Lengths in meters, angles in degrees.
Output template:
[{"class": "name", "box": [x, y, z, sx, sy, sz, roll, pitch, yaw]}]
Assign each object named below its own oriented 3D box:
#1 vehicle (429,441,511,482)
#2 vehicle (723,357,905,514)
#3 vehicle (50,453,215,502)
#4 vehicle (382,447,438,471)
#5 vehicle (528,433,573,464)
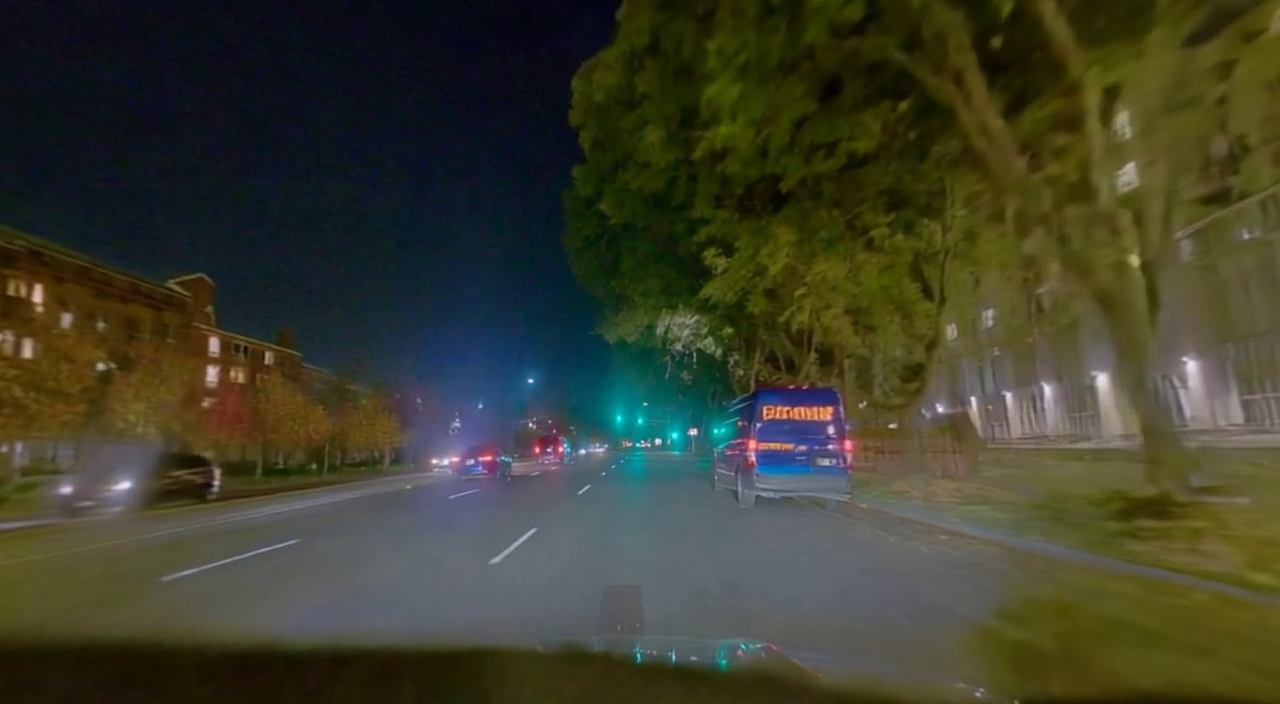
[{"class": "vehicle", "box": [-6.594, 4.311, 25.109, 1.970, 1.456, 4.441, 0, -9, 1]}, {"class": "vehicle", "box": [3.657, 1.956, 14.612, 2.791, 3.026, 4.668, 0, -9, 0]}, {"class": "vehicle", "box": [-18.003, 4.443, 22.797, 1.974, 1.525, 4.738, 0, -9, 0]}, {"class": "vehicle", "box": [-14.931, 6.960, 41.271, 1.842, 1.472, 4.639, 0, -9, 1]}, {"class": "vehicle", "box": [-6.291, 6.898, 45.256, 2.332, 2.039, 5.678, 0, -9, 1]}]
